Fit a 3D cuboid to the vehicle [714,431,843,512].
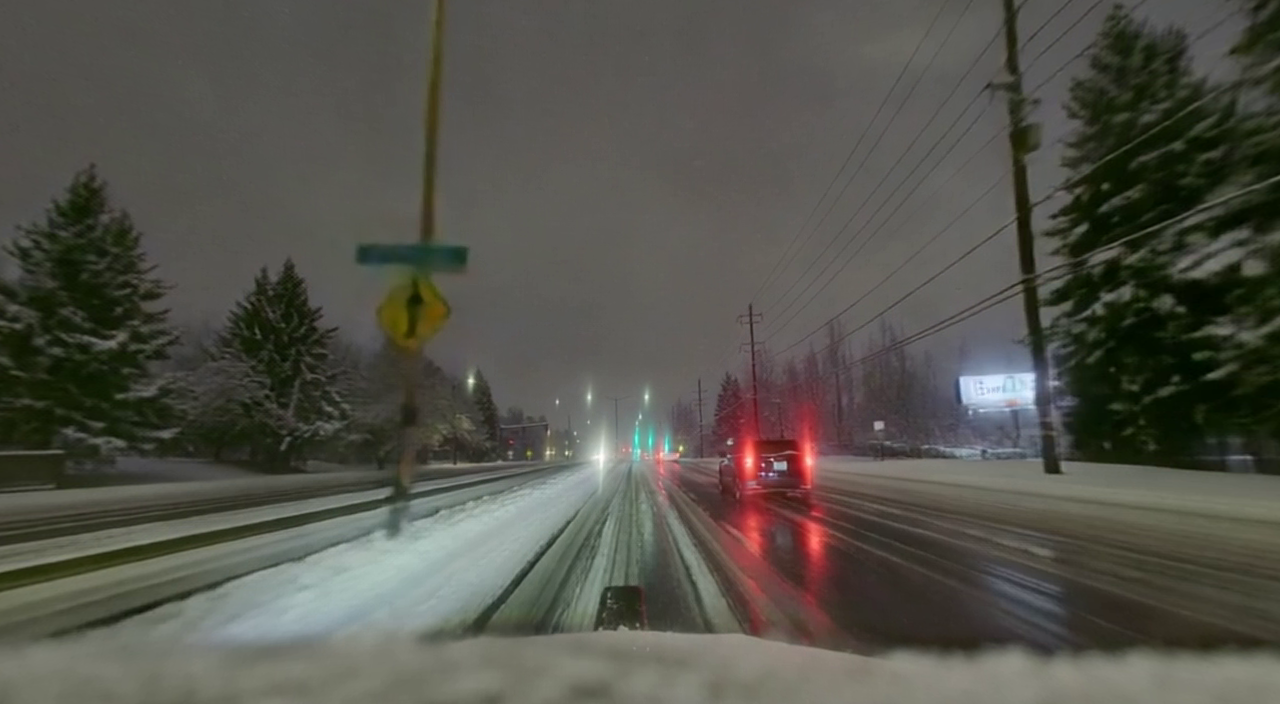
[{"bbox_3d":[3.141,2.821,15.334,2.078,1.668,4.078,0,-9,-2],"label":"vehicle"}]
